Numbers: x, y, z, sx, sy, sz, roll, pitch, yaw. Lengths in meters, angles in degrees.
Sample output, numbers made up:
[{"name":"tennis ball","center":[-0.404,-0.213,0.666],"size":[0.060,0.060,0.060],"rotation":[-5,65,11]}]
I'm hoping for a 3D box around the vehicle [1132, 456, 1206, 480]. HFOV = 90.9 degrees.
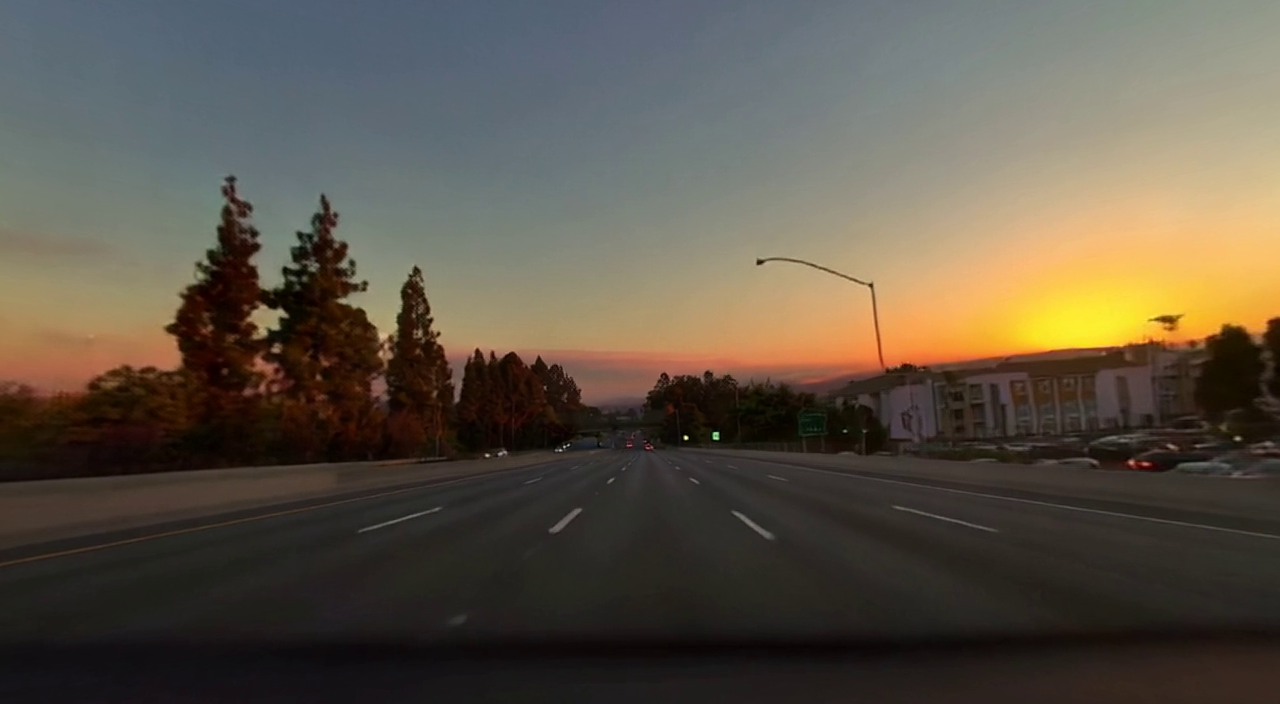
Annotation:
[{"name":"vehicle","center":[39.674,8.666,47.340],"size":[3.862,1.573,1.823],"rotation":[-2,-9,-3]}]
